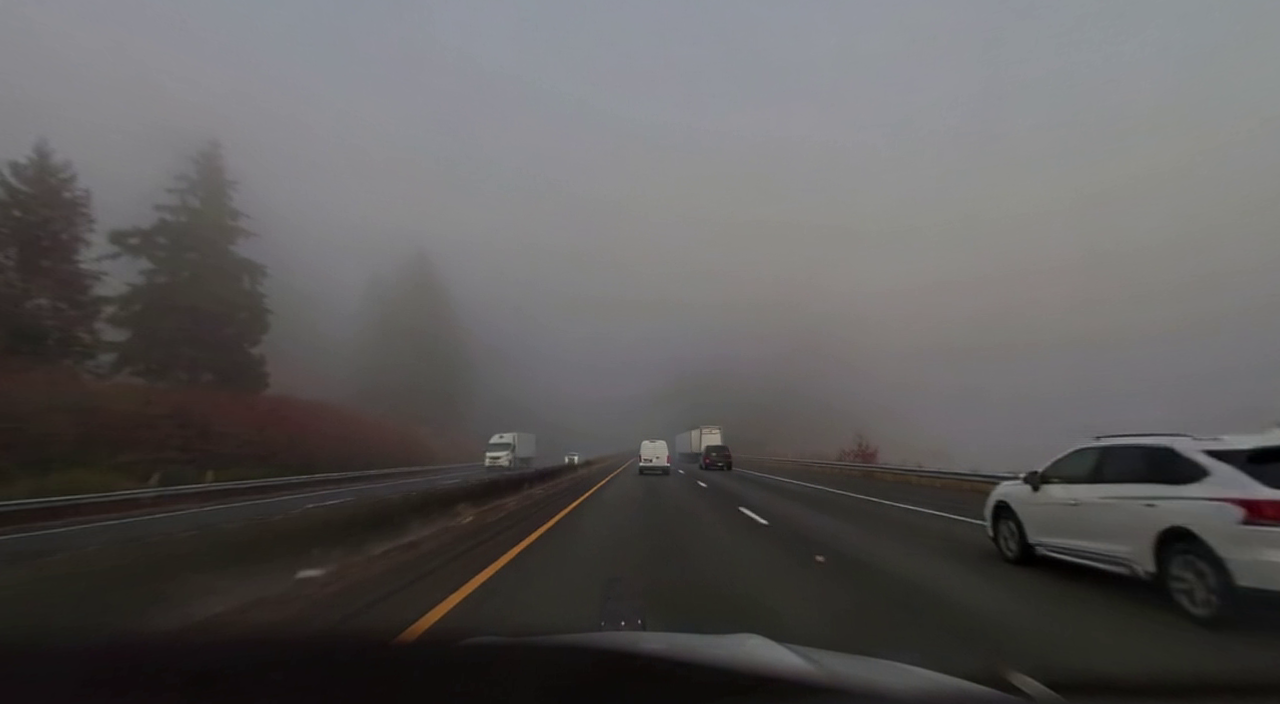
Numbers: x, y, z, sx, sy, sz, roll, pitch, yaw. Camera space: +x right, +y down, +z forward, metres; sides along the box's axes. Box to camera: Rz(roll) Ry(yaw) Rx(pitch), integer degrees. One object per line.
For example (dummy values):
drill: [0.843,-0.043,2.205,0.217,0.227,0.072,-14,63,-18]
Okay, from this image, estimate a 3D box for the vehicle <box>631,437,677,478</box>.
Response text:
vehicle: [0.658,5.340,32.022,2.143,1.925,4.101,0,-9,0]

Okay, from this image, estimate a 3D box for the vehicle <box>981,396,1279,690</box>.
vehicle: [4.388,1.205,4.545,1.868,1.566,3.509,0,-9,0]

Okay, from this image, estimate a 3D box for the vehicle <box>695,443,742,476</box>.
vehicle: [4.225,5.826,34.484,1.961,1.689,3.971,0,-9,-1]
